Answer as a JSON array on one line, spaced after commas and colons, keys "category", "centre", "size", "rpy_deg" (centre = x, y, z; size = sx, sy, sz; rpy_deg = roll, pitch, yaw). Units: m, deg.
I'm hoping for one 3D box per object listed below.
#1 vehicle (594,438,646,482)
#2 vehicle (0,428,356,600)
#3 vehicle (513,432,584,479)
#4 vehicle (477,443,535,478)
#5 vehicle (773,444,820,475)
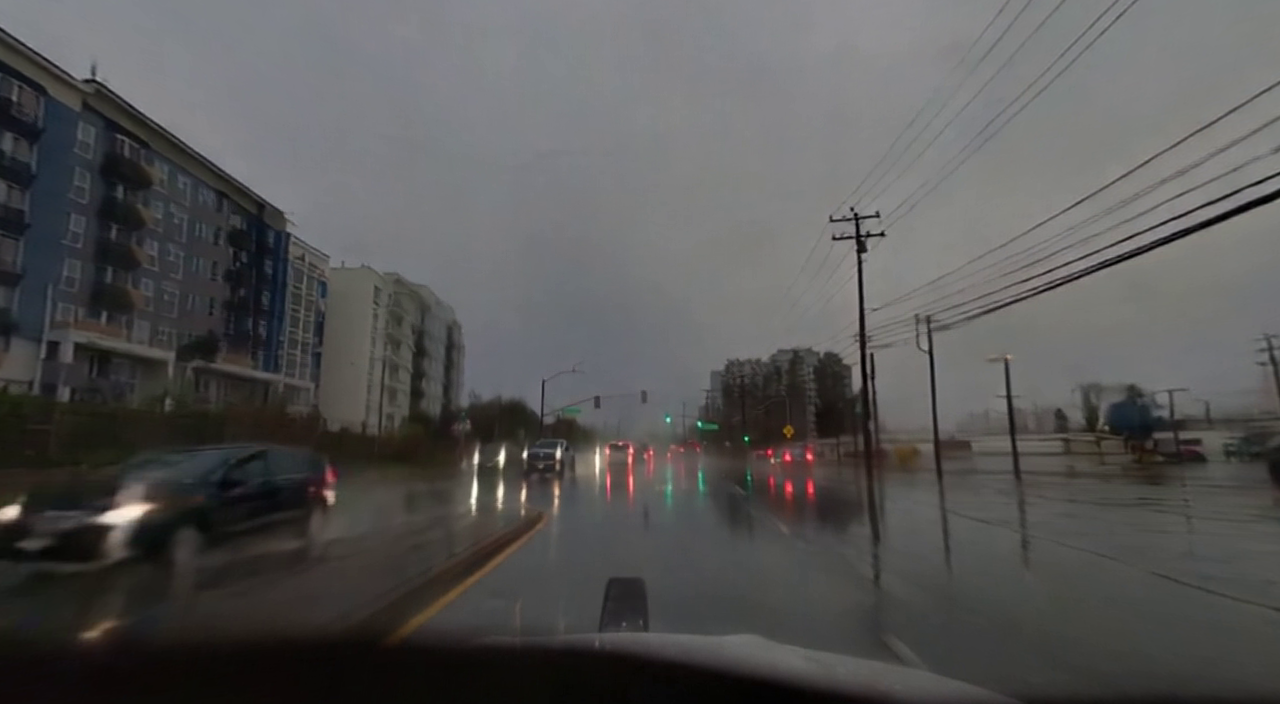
[{"category": "vehicle", "centre": [-0.867, 4.830, 28.687], "size": [2.160, 1.786, 4.702], "rpy_deg": [0, -8, -1]}, {"category": "vehicle", "centre": [-5.564, 1.738, 7.805], "size": [1.973, 1.502, 4.275], "rpy_deg": [-1, -8, 2]}, {"category": "vehicle", "centre": [-4.690, 5.464, 33.440], "size": [2.515, 2.248, 5.821], "rpy_deg": [-1, -9, 4]}, {"category": "vehicle", "centre": [-7.522, 6.155, 35.893], "size": [2.123, 1.831, 4.304], "rpy_deg": [-1, -9, 3]}, {"category": "vehicle", "centre": [9.596, 6.619, 39.036], "size": [1.952, 1.749, 4.311], "rpy_deg": [-1, -8, 3]}]
